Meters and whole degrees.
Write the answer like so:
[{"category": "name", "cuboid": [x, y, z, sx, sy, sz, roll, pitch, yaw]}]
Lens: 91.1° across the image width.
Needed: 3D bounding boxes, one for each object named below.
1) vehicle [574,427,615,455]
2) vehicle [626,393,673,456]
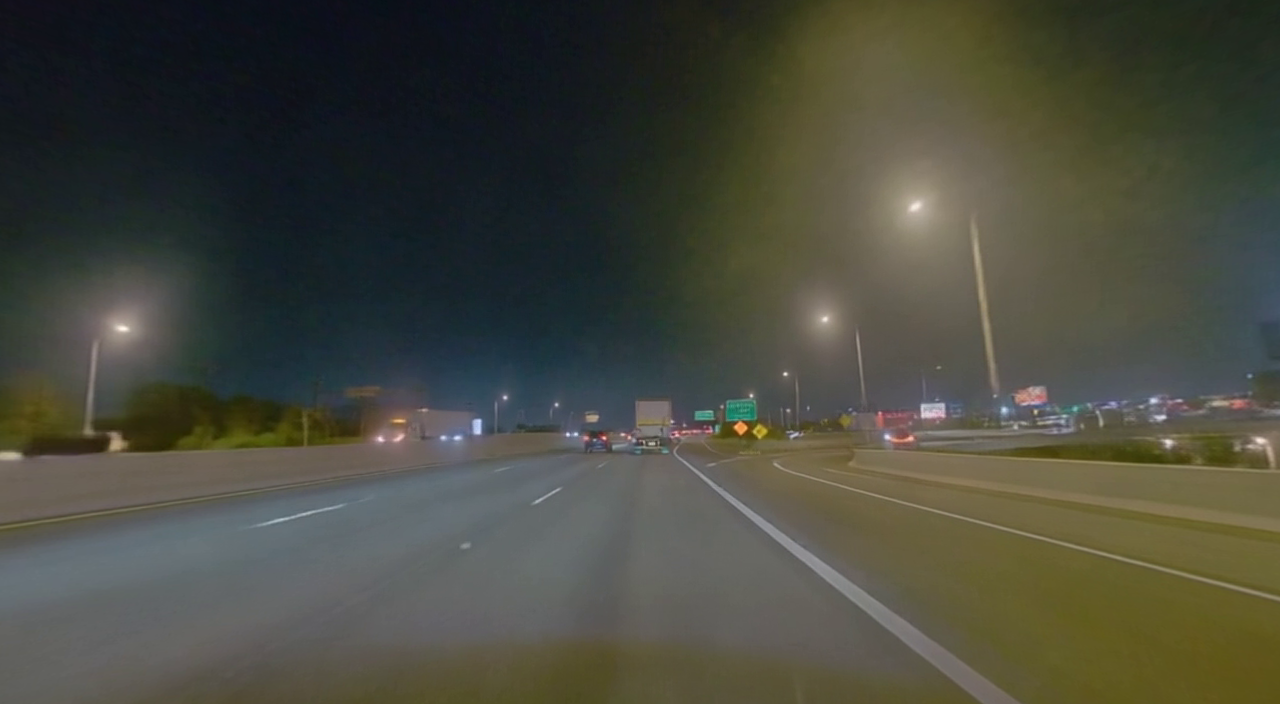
[{"category": "vehicle", "cuboid": [-2.962, 5.941, 42.150, 2.119, 1.787, 4.655, 0, -8, 3]}, {"category": "vehicle", "cuboid": [0.819, 5.350, 45.769, 3.024, 4.019, 10.605, 0, -8, 2]}]
